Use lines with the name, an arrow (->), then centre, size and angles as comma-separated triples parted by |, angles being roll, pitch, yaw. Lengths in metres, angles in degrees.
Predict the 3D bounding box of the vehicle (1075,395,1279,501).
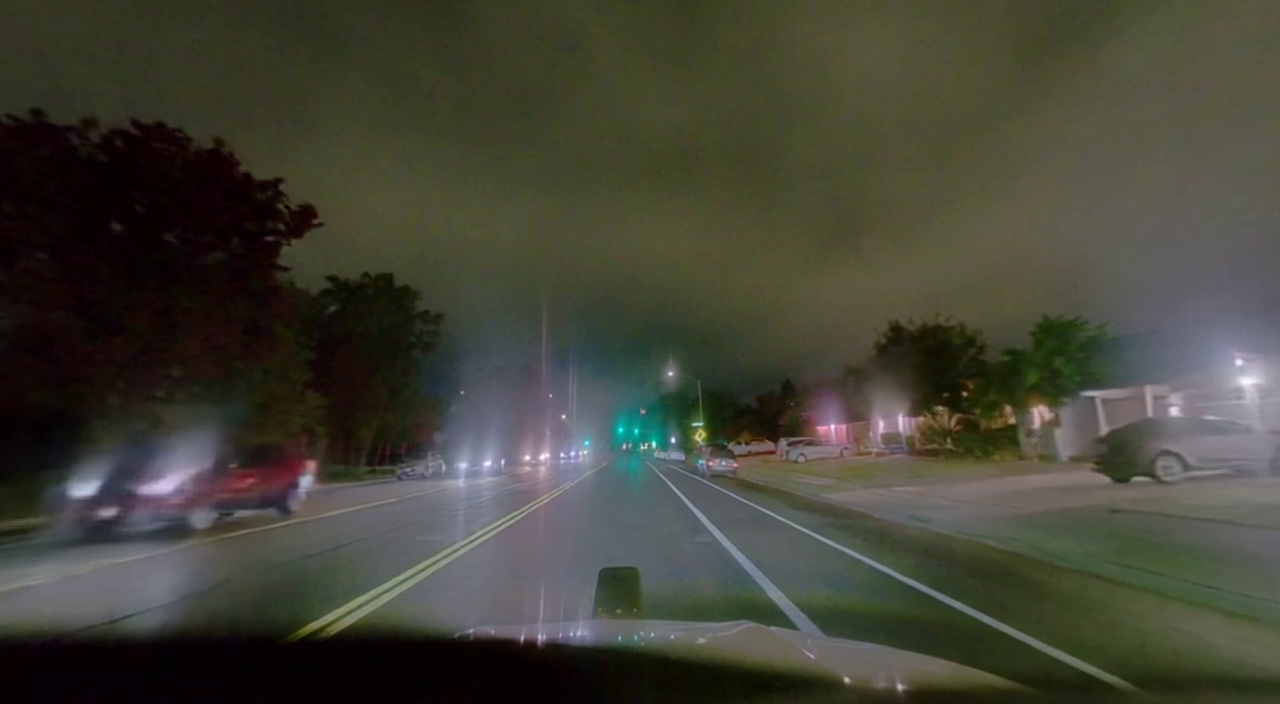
vehicle -> 11.986, 1.866, 12.892 | 4.625, 1.711, 1.910 | -6, -8, 1

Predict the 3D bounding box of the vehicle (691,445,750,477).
vehicle -> 3.848, 5.317, 31.100 | 1.946, 1.431, 4.695 | 1, -8, -5

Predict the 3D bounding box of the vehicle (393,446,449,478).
vehicle -> -13.379, 6.688, 38.853 | 1.978, 1.706, 4.310 | -3, -8, -1

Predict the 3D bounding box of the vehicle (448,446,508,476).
vehicle -> -8.670, 5.863, 34.250 | 1.986, 1.442, 4.602 | 0, -8, 1

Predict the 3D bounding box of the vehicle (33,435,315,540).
vehicle -> -8.581, 2.487, 12.330 | 2.030, 1.632, 4.520 | 0, -8, 0

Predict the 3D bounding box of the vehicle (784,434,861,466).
vehicle -> 10.946, 5.900, 38.077 | 3.999, 1.599, 1.819 | -4, -8, 0
